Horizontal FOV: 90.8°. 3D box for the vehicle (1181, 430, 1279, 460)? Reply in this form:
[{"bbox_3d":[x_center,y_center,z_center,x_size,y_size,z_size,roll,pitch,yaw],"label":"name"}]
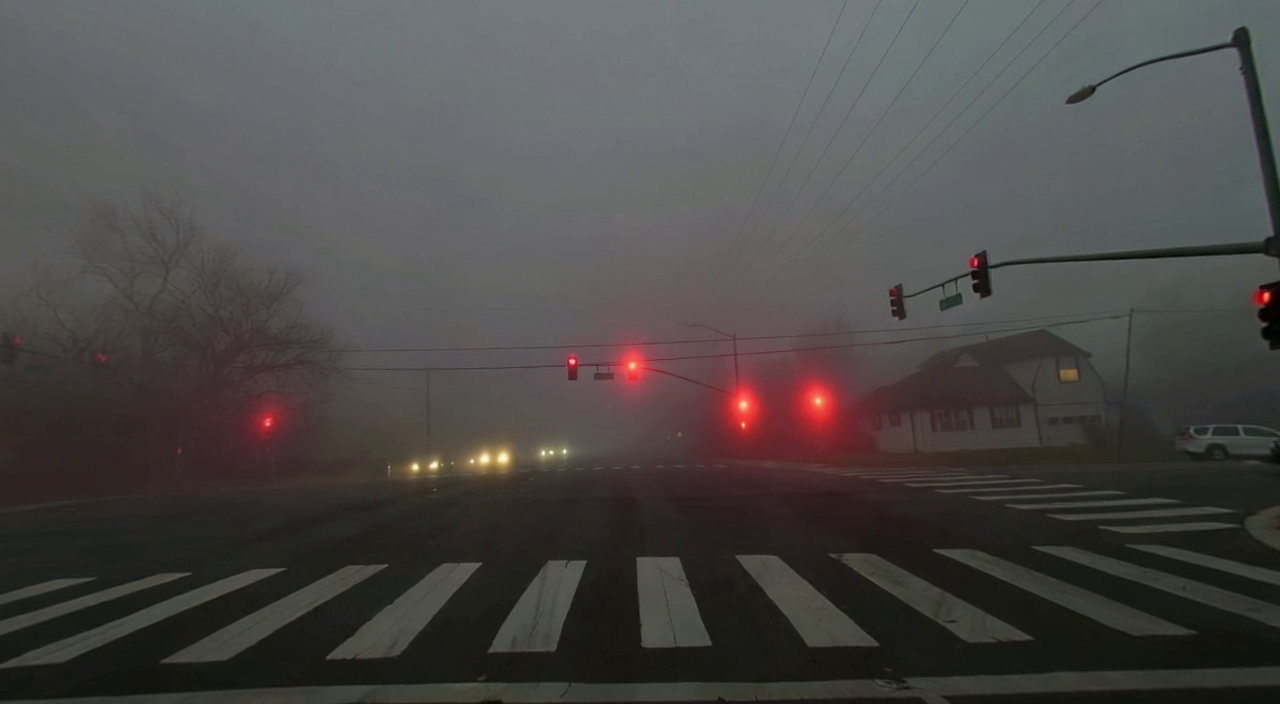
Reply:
[{"bbox_3d":[31.306,4.885,33.025,4.318,1.488,1.870,0,-9,-1],"label":"vehicle"}]

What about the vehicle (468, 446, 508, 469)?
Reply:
[{"bbox_3d":[-10.716,7.457,44.755,1.881,1.509,3.377,0,-9,1],"label":"vehicle"}]
